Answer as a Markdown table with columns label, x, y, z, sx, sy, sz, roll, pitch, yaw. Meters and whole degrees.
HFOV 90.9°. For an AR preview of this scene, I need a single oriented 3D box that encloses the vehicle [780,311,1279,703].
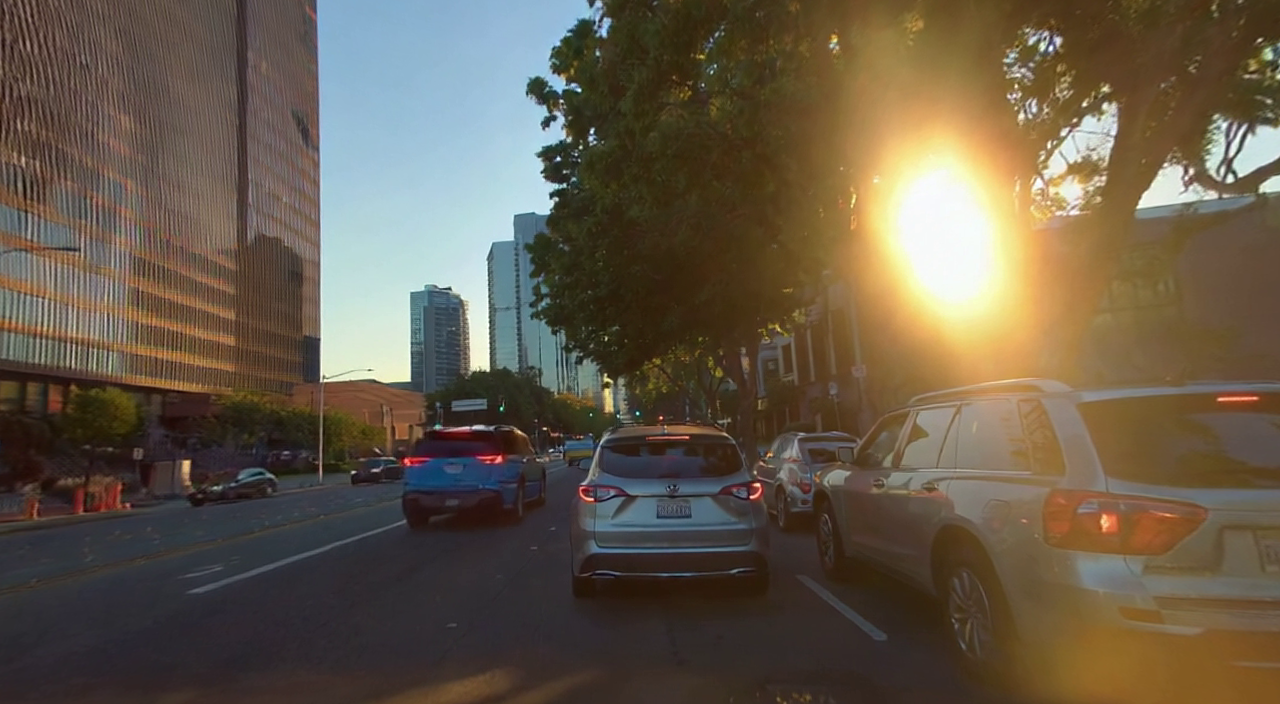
| label | x | y | z | sx | sy | sz | roll | pitch | yaw |
| --- | --- | --- | --- | --- | --- | --- | --- | --- | --- |
| vehicle | 2.745 | 1.109 | 4.904 | 2.117 | 1.855 | 4.794 | 0 | -9 | -1 |

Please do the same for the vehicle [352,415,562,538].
| label | x | y | z | sx | sy | sz | roll | pitch | yaw |
| --- | --- | --- | --- | --- | --- | --- | --- | --- | --- |
| vehicle | -3.135 | 2.315 | 12.451 | 2.375 | 1.847 | 5.606 | 0 | -9 | 1 |

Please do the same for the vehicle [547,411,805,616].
| label | x | y | z | sx | sy | sz | roll | pitch | yaw |
| --- | --- | --- | --- | --- | --- | --- | --- | --- | --- |
| vehicle | 0.232 | 1.554 | 6.872 | 2.045 | 1.608 | 3.573 | 0 | -9 | -2 |

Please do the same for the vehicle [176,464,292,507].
| label | x | y | z | sx | sy | sz | roll | pitch | yaw |
| --- | --- | --- | --- | --- | --- | --- | --- | --- | --- |
| vehicle | -19.366 | 6.353 | 30.407 | 2.274 | 1.708 | 4.863 | 0 | -9 | 1 |

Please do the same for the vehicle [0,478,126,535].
| label | x | y | z | sx | sy | sz | roll | pitch | yaw |
| --- | --- | --- | --- | --- | --- | --- | --- | --- | --- |
| vehicle | -22.641 | 5.780 | 24.046 | 1.975 | 1.698 | 4.715 | 0 | -9 | 2 |
